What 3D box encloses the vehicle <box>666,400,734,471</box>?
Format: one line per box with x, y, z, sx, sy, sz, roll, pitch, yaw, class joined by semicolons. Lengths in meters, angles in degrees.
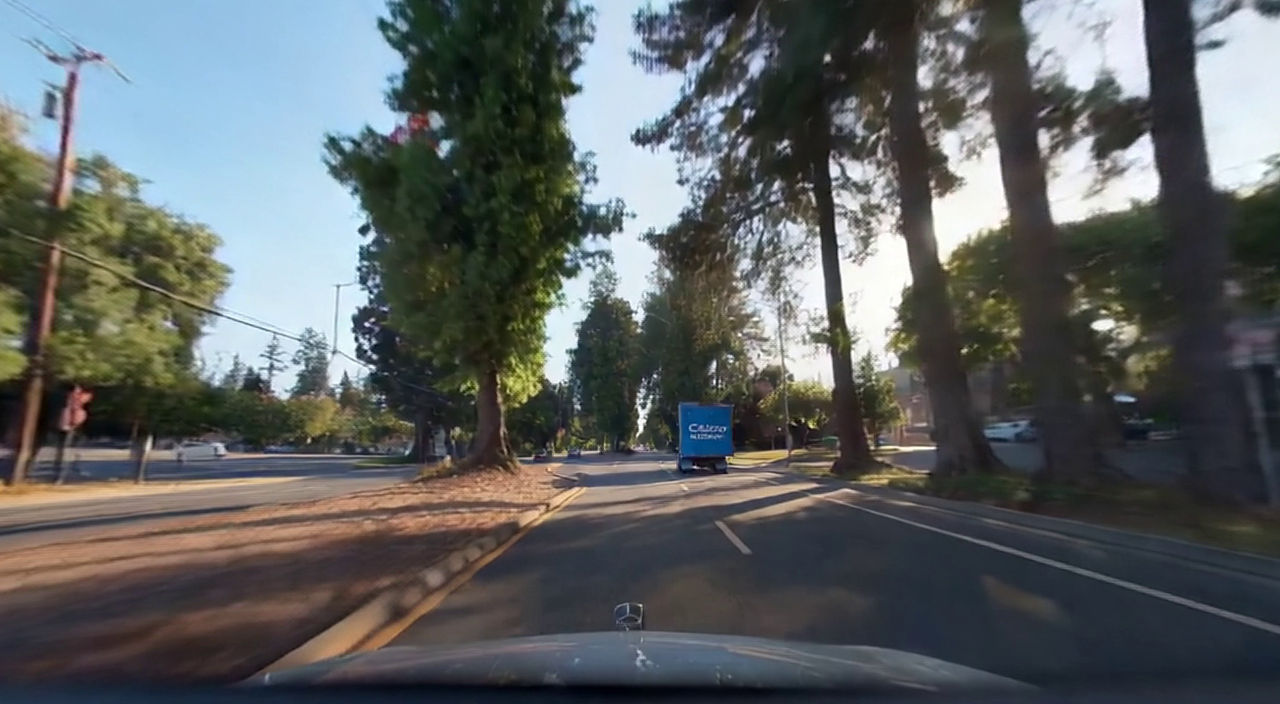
3.413;5.186;38.638;2.973;3.848;9.336;0;-8;-2;vehicle
